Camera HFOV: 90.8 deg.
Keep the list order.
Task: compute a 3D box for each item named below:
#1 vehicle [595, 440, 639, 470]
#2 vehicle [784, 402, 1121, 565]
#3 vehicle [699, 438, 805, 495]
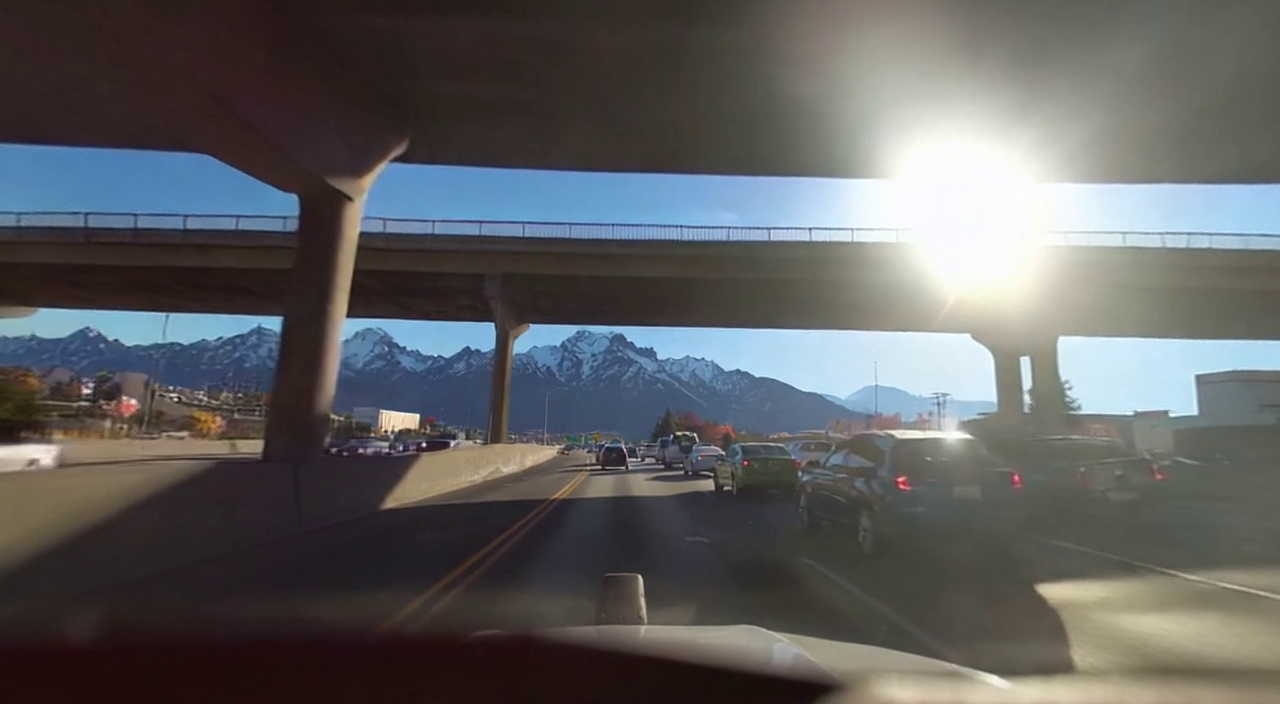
[{"bbox_3d":[-1.268,5.612,34.715,2.266,1.549,3.978,0,-8,-2],"label":"vehicle"},{"bbox_3d":[3.976,1.782,9.414,2.276,1.739,5.040,0,-8,-2],"label":"vehicle"},{"bbox_3d":[3.129,3.315,18.724,2.074,1.455,4.646,0,-8,-3],"label":"vehicle"}]
